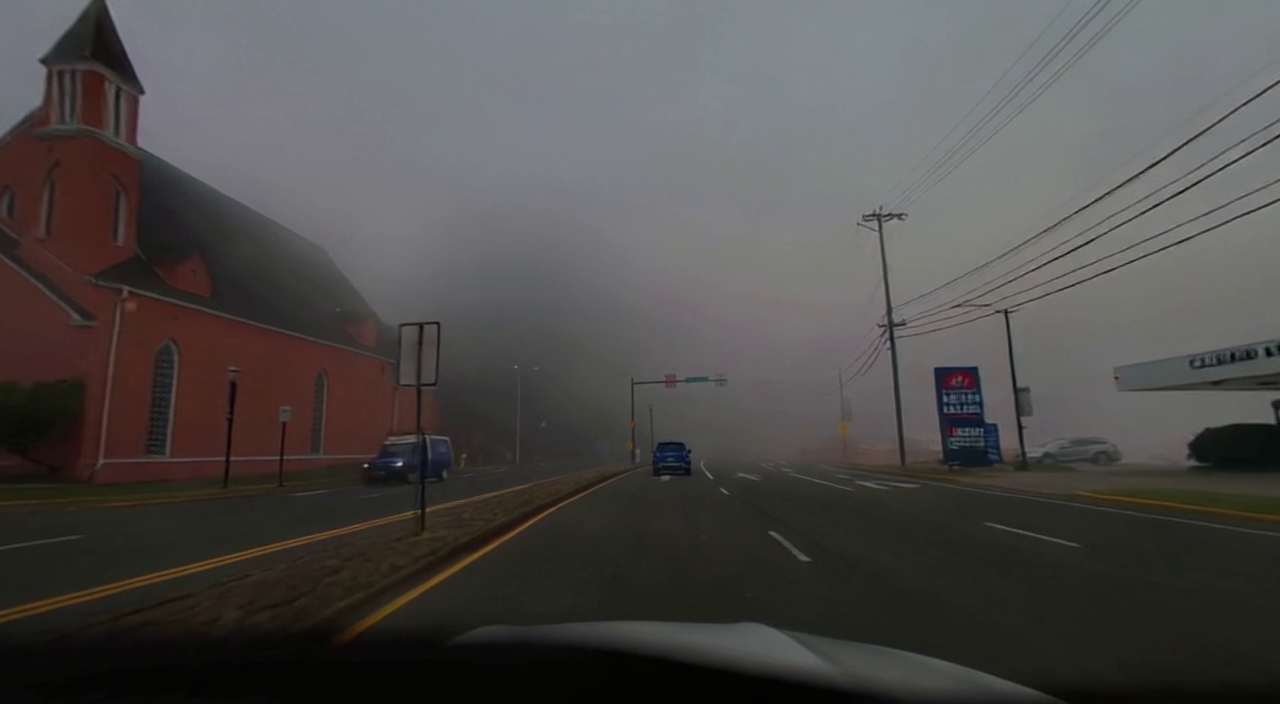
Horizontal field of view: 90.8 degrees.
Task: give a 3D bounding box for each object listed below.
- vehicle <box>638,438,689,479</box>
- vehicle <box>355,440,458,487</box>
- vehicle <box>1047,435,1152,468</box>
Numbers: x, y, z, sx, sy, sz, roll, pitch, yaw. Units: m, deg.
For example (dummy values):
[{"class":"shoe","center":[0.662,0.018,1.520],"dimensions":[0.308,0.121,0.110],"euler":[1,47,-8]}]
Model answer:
[{"class":"vehicle","center":[1.059,4.525,27.035],"dimensions":[2.032,1.621,4.082],"euler":[-1,-9,4]},{"class":"vehicle","center":[-10.086,4.836,27.798],"dimensions":[2.159,1.850,4.944],"euler":[-1,-9,7]},{"class":"vehicle","center":[25.764,5.588,35.523],"dimensions":[4.510,1.733,2.066],"euler":[1,-9,-9]}]
